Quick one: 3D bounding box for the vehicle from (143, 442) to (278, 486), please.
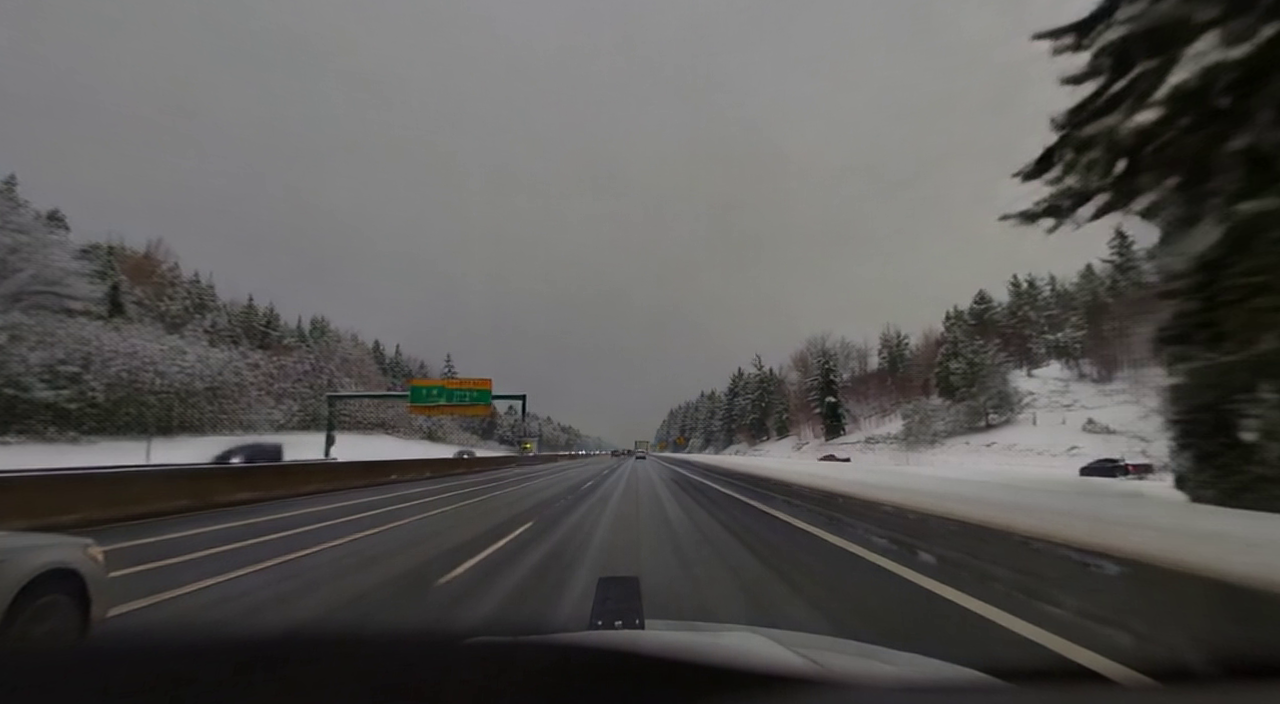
[{"bbox_3d":[-16.221,4.249,24.197,2.033,1.526,4.528,0,-9,0],"label":"vehicle"}]

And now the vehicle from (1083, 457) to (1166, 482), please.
[{"bbox_3d":[36.708,8.878,47.888,4.726,1.766,1.973,-8,-12,41],"label":"vehicle"}]

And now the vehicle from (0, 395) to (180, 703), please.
[{"bbox_3d":[-4.078,0.855,2.012,1.988,1.585,4.215,0,-9,0],"label":"vehicle"}]
